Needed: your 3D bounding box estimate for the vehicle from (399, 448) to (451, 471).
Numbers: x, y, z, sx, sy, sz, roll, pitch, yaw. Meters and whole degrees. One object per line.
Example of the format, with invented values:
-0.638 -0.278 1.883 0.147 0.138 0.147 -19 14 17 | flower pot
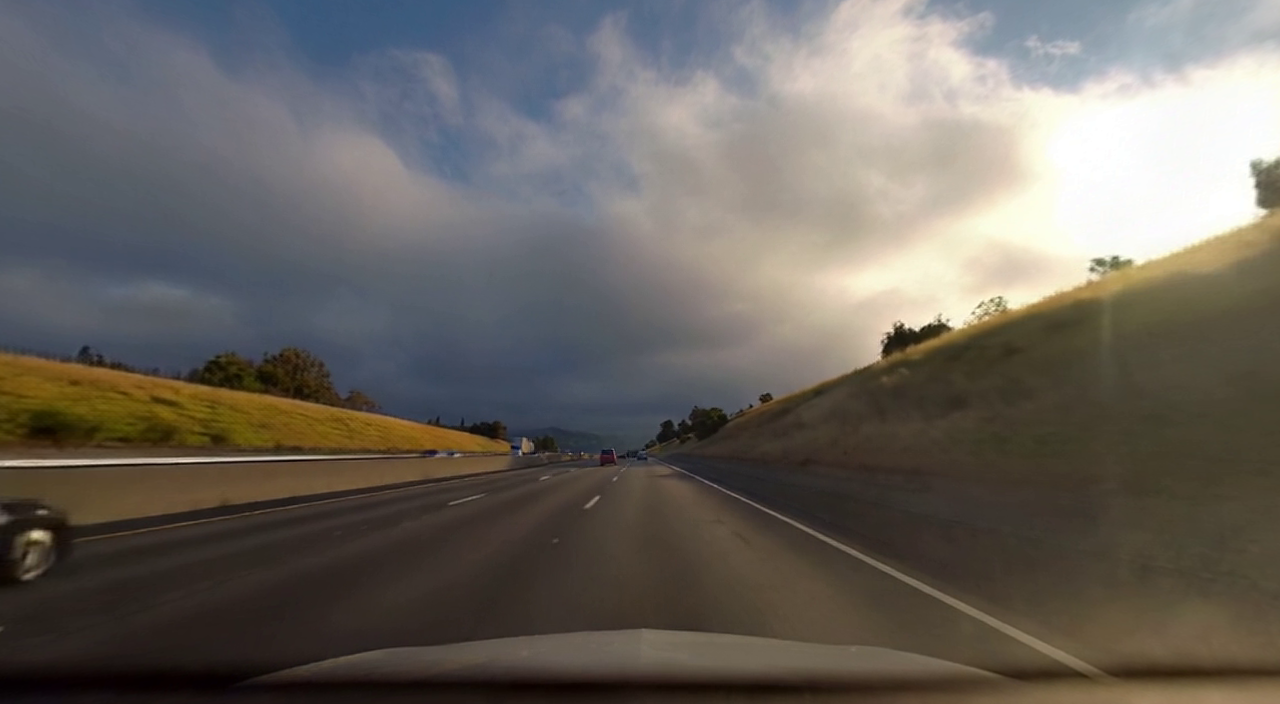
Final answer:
-14.386 7.212 42.431 1.856 1.465 4.534 0 -9 0 | vehicle
